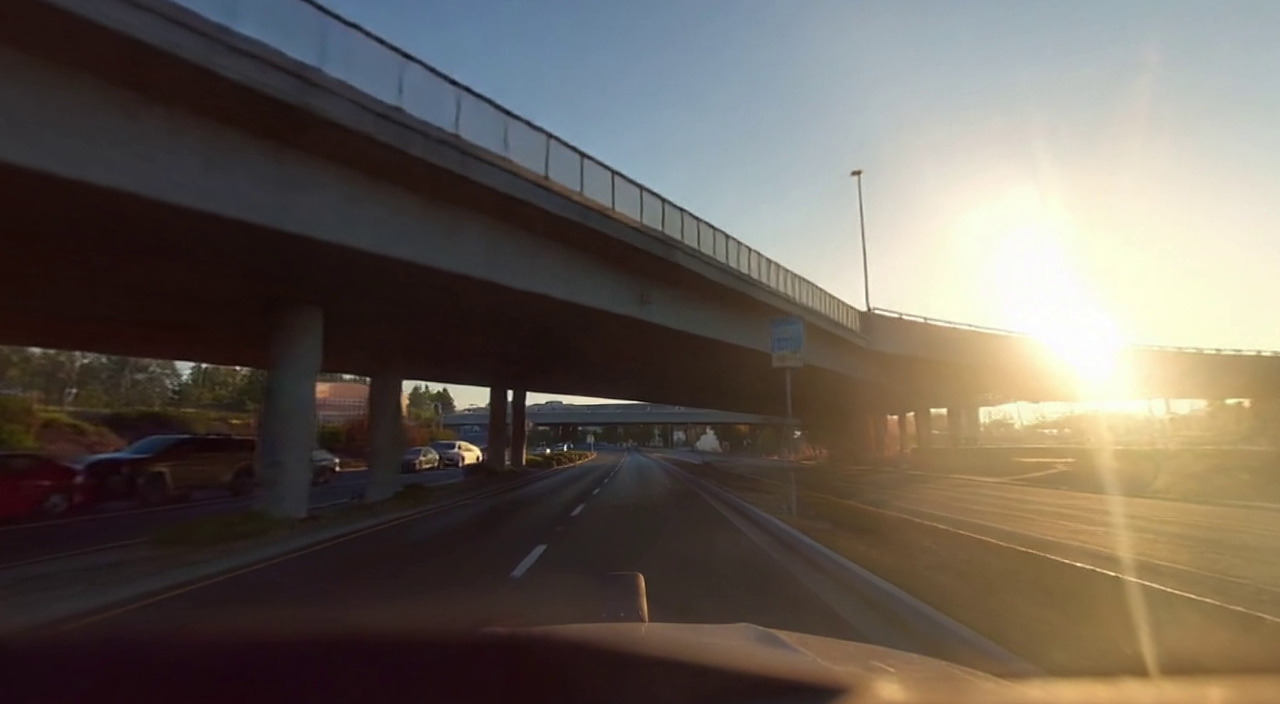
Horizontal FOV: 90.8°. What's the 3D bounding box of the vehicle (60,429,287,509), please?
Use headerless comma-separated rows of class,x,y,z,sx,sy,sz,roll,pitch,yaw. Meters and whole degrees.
vehicle,-12.860,3.227,18.094,2.064,1.809,5.545,3,-8,2

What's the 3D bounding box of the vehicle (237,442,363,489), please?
vehicle,-12.864,4.278,24.358,2.074,1.529,5.079,1,-8,-1

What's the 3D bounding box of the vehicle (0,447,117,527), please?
vehicle,-13.215,2.601,12.188,2.156,1.489,4.758,0,-8,0

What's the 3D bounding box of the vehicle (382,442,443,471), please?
vehicle,-12.881,5.916,36.065,1.907,1.553,4.683,0,-8,-2
